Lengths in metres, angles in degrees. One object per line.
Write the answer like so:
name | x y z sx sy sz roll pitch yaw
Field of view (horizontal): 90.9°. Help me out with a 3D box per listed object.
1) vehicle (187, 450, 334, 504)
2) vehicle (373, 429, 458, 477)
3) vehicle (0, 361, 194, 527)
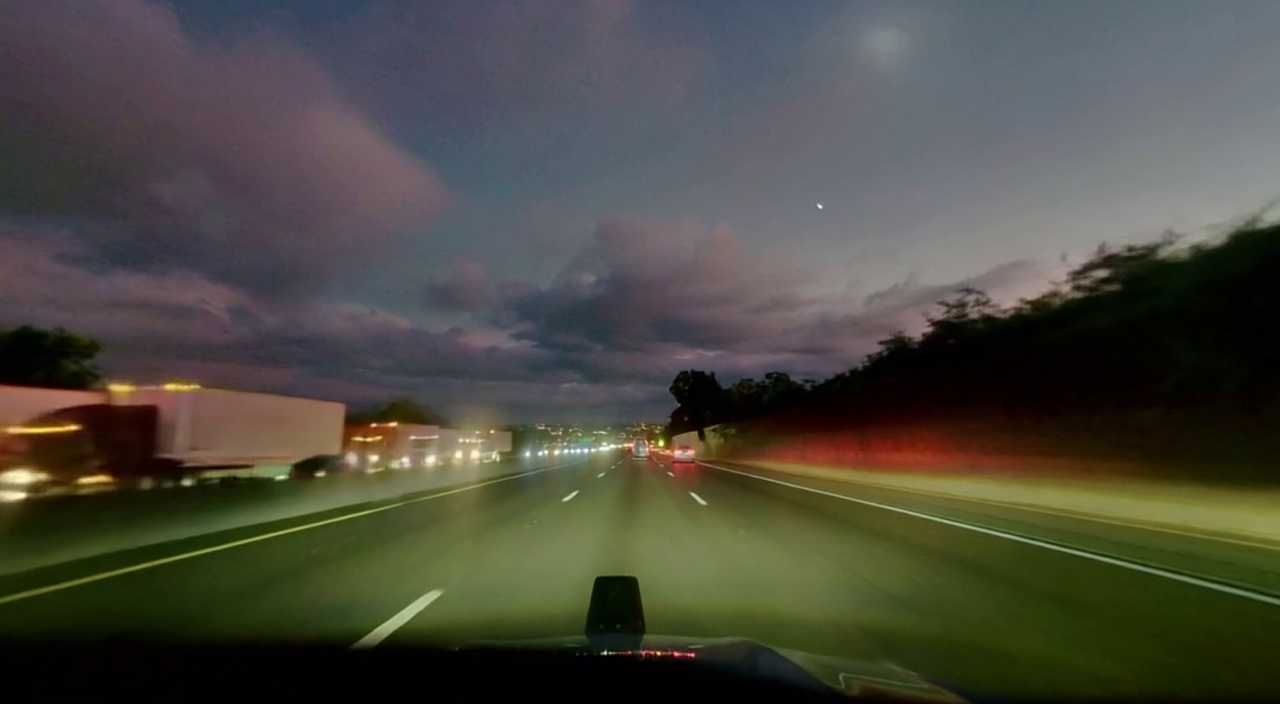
vehicle | -11.711 3.850 19.870 1.955 1.460 4.296 0 -9 0
vehicle | -11.570 5.293 33.057 2.282 2.273 5.443 0 -9 2
vehicle | -16.320 2.592 17.788 2.963 3.892 5.814 0 -9 0
